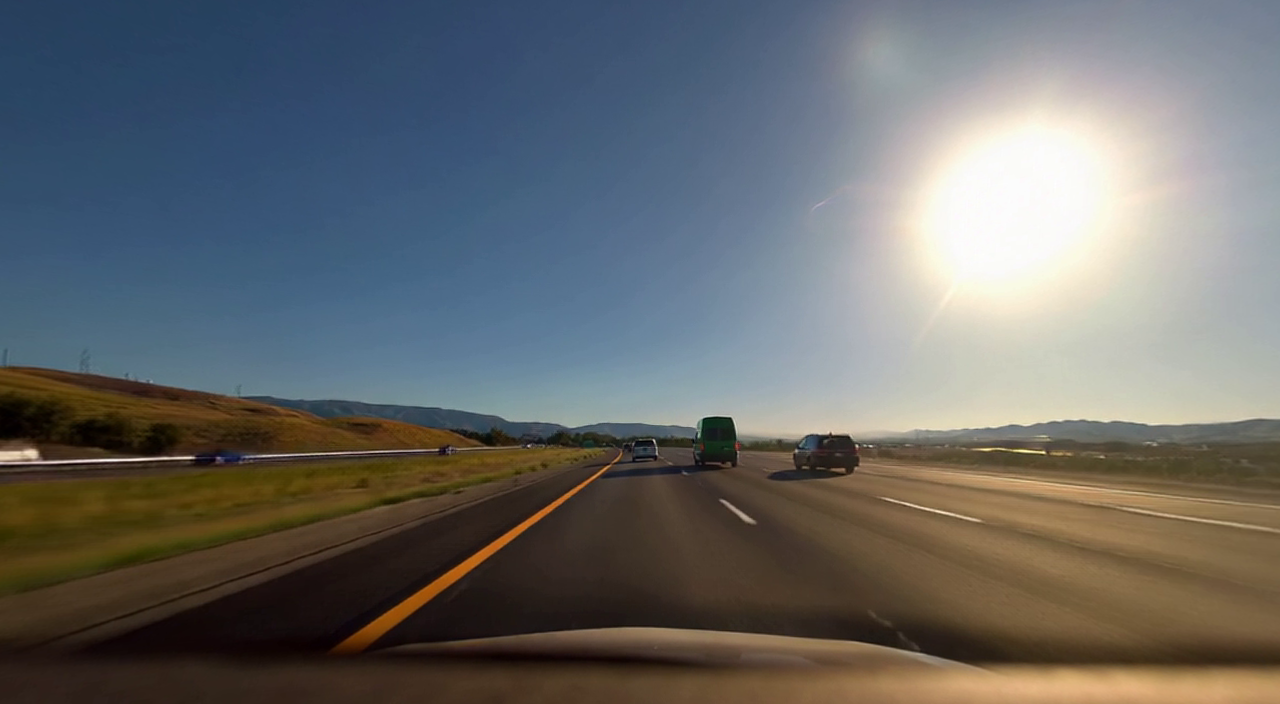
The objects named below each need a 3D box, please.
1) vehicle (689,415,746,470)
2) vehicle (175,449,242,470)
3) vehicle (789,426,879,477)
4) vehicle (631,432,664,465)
[{"bbox_3d":[4.044,4.904,34.235,2.302,2.670,6.176,0,-8,0],"label":"vehicle"},{"bbox_3d":[-31.879,7.909,46.765,1.795,1.448,4.524,0,-8,0],"label":"vehicle"},{"bbox_3d":[8.089,4.213,26.892,2.240,1.925,4.854,0,-8,0],"label":"vehicle"},{"bbox_3d":[0.487,6.703,43.921,2.131,2.122,4.473,0,-8,0],"label":"vehicle"}]
